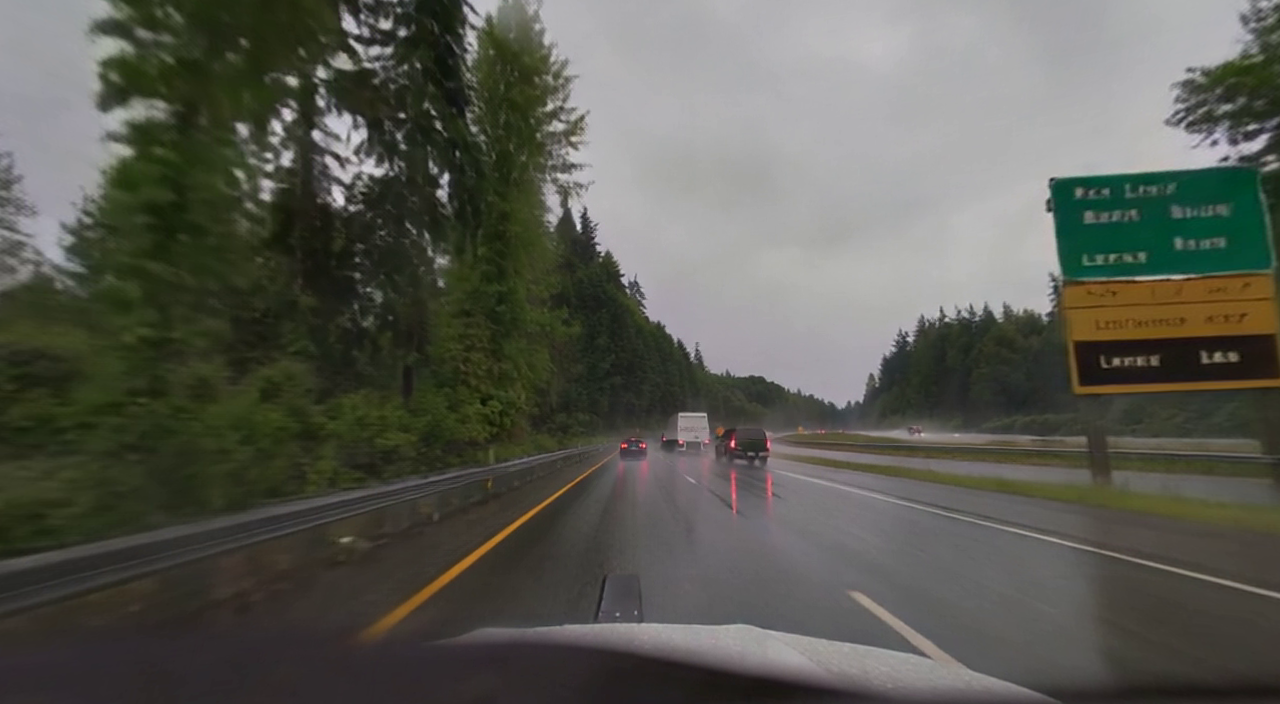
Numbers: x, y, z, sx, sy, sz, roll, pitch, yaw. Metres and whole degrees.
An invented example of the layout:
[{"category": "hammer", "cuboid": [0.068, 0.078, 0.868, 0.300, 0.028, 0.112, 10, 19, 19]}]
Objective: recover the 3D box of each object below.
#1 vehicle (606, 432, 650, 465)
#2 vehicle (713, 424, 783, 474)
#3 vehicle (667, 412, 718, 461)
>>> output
[{"category": "vehicle", "cuboid": [-0.639, 5.189, 34.086, 2.206, 1.681, 4.111, 0, -8, -1]}, {"category": "vehicle", "cuboid": [4.397, 3.994, 26.290, 2.073, 1.905, 4.023, 0, -8, -2]}, {"category": "vehicle", "cuboid": [3.416, 5.771, 43.046, 2.728, 3.053, 7.708, 0, -8, 0]}]
